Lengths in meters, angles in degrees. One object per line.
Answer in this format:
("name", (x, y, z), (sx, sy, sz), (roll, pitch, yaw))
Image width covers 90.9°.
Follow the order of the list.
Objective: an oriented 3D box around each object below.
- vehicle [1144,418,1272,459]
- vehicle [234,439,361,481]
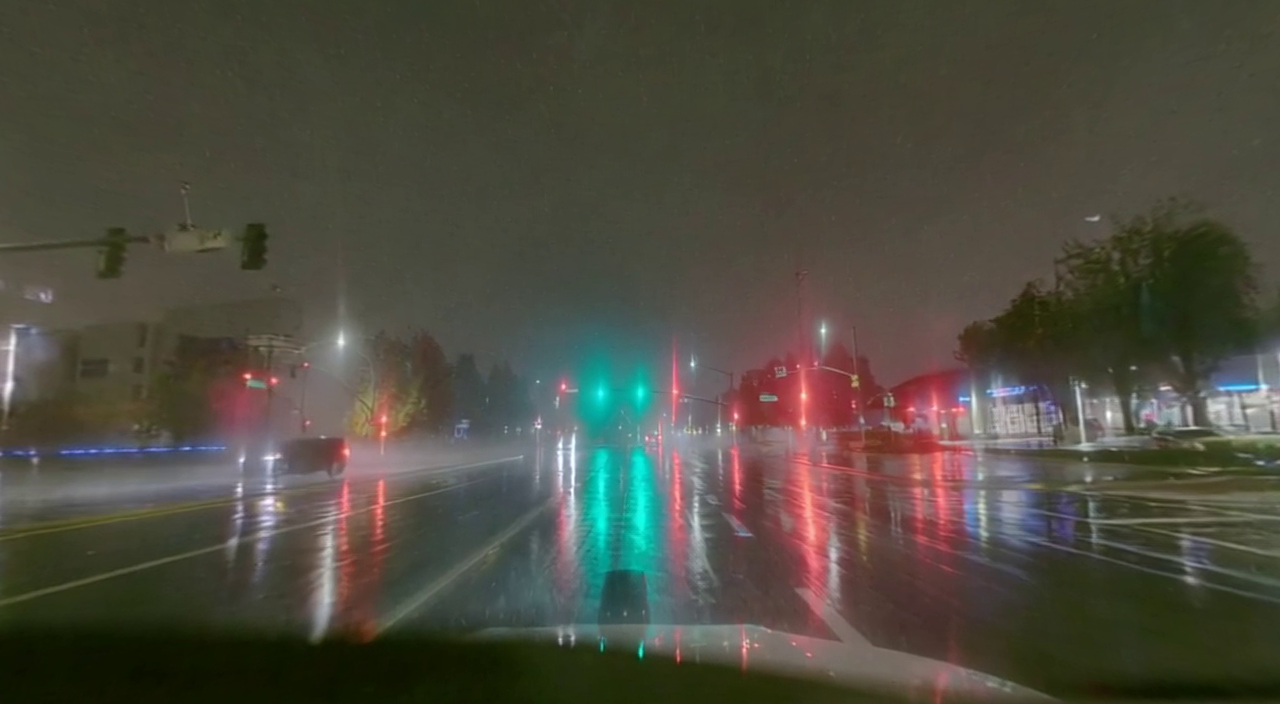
("vehicle", (22.305, 3.414, 24.736), (4.694, 1.481, 1.884), (4, -9, -25))
("vehicle", (-16.657, 5.238, 30.885), (2.162, 1.863, 4.938), (-8, -12, 43))
